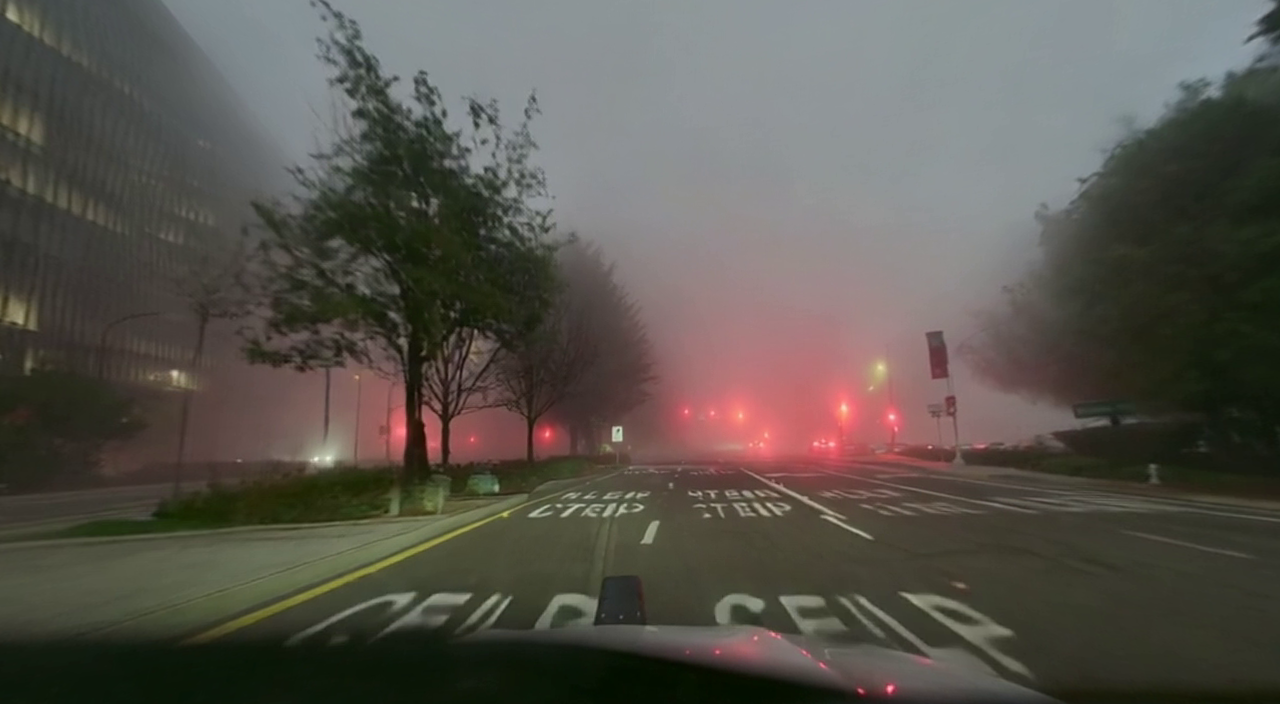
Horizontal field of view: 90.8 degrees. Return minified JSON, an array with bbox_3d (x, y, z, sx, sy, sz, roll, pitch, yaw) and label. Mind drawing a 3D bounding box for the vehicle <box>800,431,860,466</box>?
[{"bbox_3d":[10.805,5.537,36.326,2.156,1.881,4.743,0,-9,3],"label":"vehicle"}]
